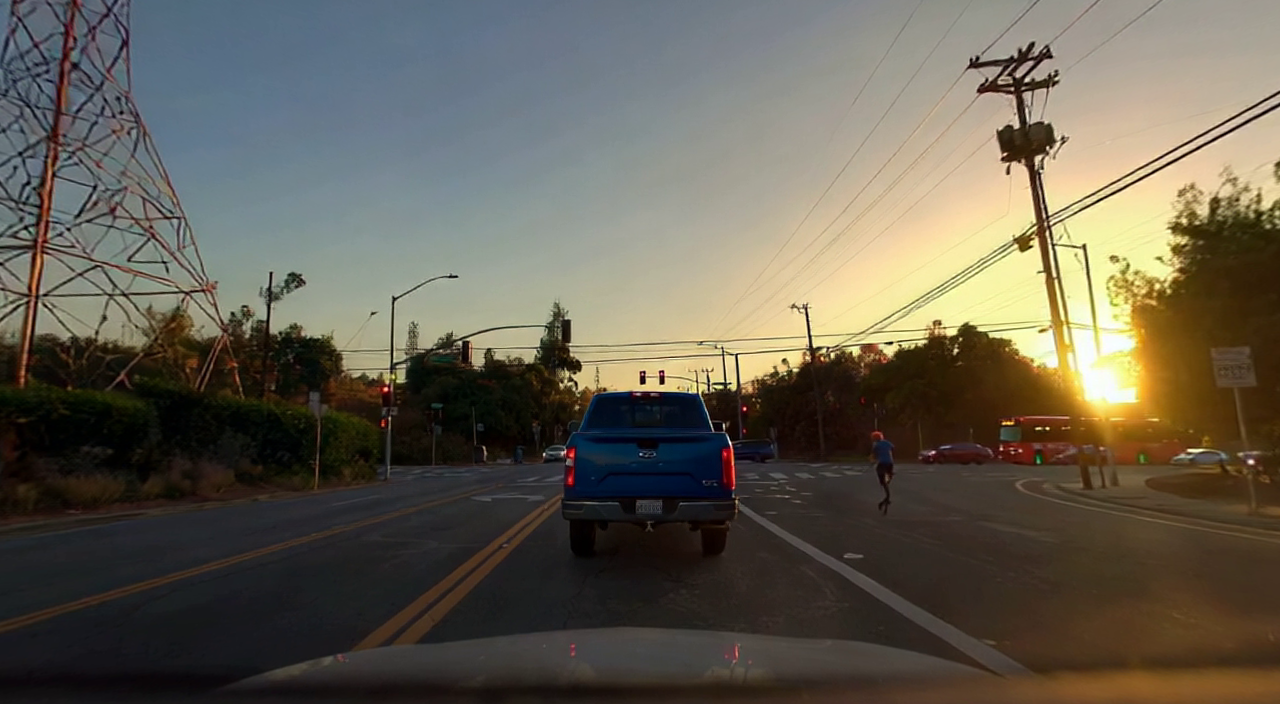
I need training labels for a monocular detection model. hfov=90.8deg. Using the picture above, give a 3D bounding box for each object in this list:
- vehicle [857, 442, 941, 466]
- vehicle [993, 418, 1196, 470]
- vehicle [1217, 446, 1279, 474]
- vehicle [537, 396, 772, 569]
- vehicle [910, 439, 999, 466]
[{"bbox_3d":[16.823,6.633,41.212,4.578,1.490,1.935,-1,-8,3],"label":"vehicle"},{"bbox_3d":[29.396,5.986,41.251,10.726,3.128,3.003,-1,-8,1],"label":"vehicle"},{"bbox_3d":[41.378,7.004,41.266,5.426,1.728,1.999,0,-8,-2],"label":"vehicle"},{"bbox_3d":[0.119,1.904,10.116,2.707,1.964,5.485,0,-8,-1],"label":"vehicle"},{"bbox_3d":[22.560,7.217,45.448,5.235,1.878,2.107,0,-8,-2],"label":"vehicle"}]
